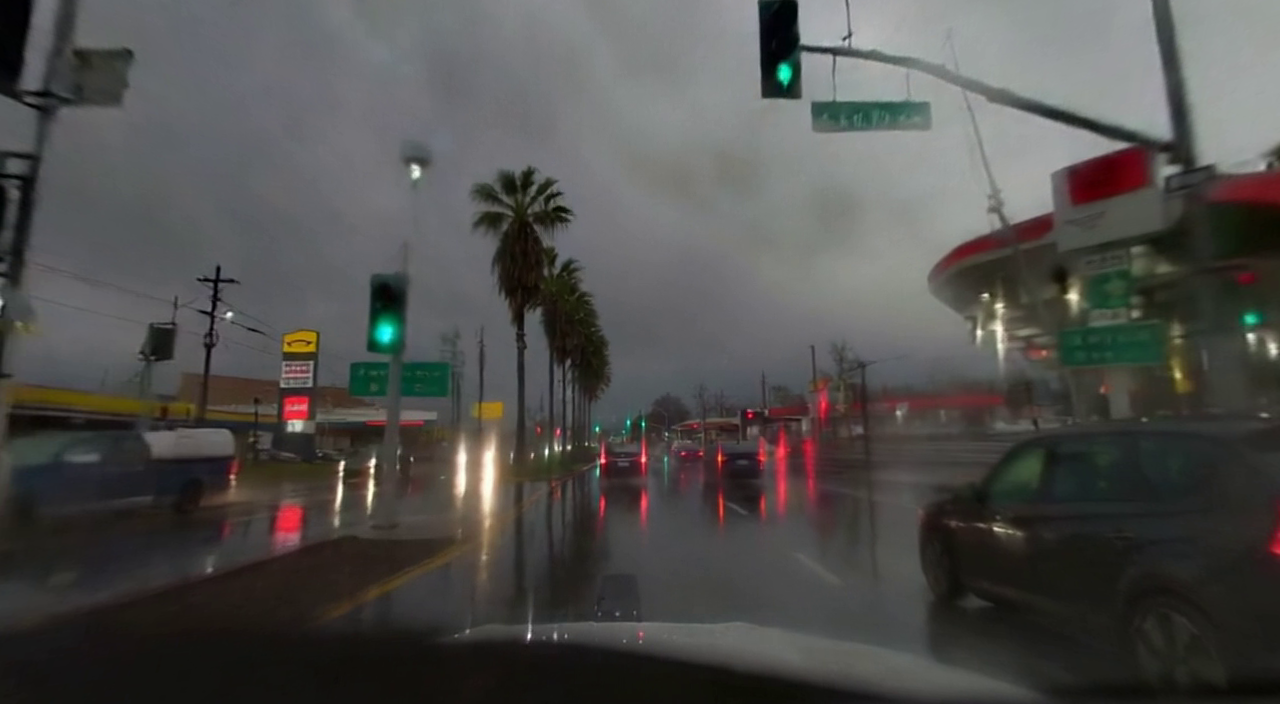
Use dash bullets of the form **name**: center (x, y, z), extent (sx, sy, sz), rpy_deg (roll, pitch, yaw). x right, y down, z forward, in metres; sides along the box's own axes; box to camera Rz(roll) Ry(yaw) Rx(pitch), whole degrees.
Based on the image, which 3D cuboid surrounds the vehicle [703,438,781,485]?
- **vehicle**: center (3.410, 3.763, 22.042), extent (1.889, 1.448, 4.262), rpy_deg (0, -8, -2)

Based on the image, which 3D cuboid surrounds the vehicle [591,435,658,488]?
- **vehicle**: center (-0.514, 3.588, 21.030), extent (2.021, 1.550, 4.090), rpy_deg (0, -8, -1)

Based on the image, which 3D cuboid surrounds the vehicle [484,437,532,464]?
- **vehicle**: center (-8.788, 6.611, 42.535), extent (1.980, 1.719, 4.963), rpy_deg (0, -8, 2)

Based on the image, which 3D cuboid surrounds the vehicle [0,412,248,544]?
- **vehicle**: center (-10.178, 2.171, 11.491), extent (2.252, 1.871, 5.727), rpy_deg (-1, -8, 2)

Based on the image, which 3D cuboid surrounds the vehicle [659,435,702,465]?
- **vehicle**: center (2.541, 6.318, 40.977), extent (2.299, 1.803, 5.434), rpy_deg (0, -8, -1)

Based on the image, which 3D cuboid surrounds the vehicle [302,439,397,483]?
- **vehicle**: center (-12.540, 4.719, 27.658), extent (2.006, 1.737, 4.537), rpy_deg (0, -8, 0)

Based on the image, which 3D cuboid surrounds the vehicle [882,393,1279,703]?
- **vehicle**: center (3.392, 1.131, 4.000), extent (1.987, 1.474, 4.198), rpy_deg (0, -8, -1)

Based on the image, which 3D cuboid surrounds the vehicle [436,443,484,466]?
- **vehicle**: center (-12.119, 6.922, 42.880), extent (1.908, 1.506, 4.397), rpy_deg (0, -8, 1)
